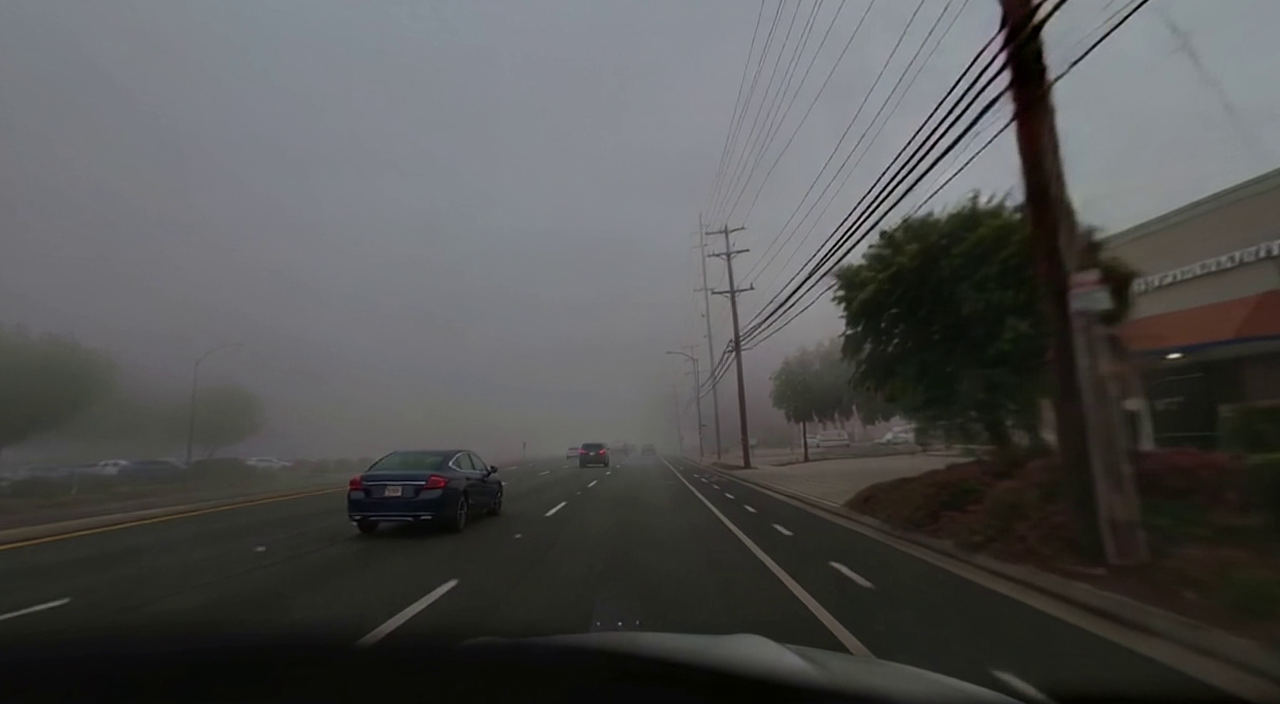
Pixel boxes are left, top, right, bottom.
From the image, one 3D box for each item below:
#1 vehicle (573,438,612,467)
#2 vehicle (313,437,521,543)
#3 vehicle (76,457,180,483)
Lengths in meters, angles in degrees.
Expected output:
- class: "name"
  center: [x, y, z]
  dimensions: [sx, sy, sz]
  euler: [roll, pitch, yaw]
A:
- class: "vehicle"
  center: [-3.010, 6.524, 40.830]
  dimensions: [2.087, 1.736, 4.311]
  euler: [0, -9, 2]
- class: "vehicle"
  center: [-3.571, 2.283, 11.143]
  dimensions: [1.942, 1.469, 4.426]
  euler: [0, -9, 2]
- class: "vehicle"
  center: [-40.153, 9.256, 49.619]
  dimensions: [5.876, 1.927, 2.237]
  euler: [4, -10, -26]
